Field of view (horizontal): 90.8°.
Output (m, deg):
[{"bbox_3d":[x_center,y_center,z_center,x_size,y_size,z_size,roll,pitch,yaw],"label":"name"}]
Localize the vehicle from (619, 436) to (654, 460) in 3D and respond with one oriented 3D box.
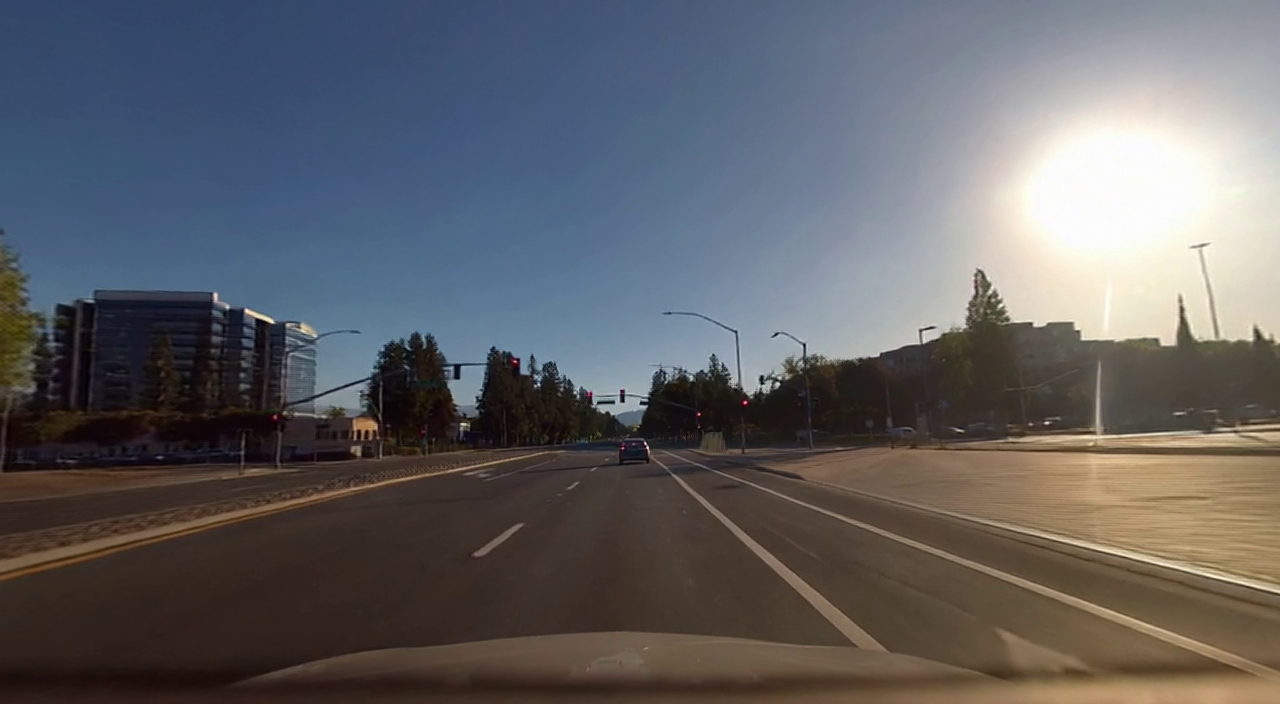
[{"bbox_3d":[-0.224,6.099,40.116,2.107,1.470,3.974,0,-9,-1],"label":"vehicle"}]
